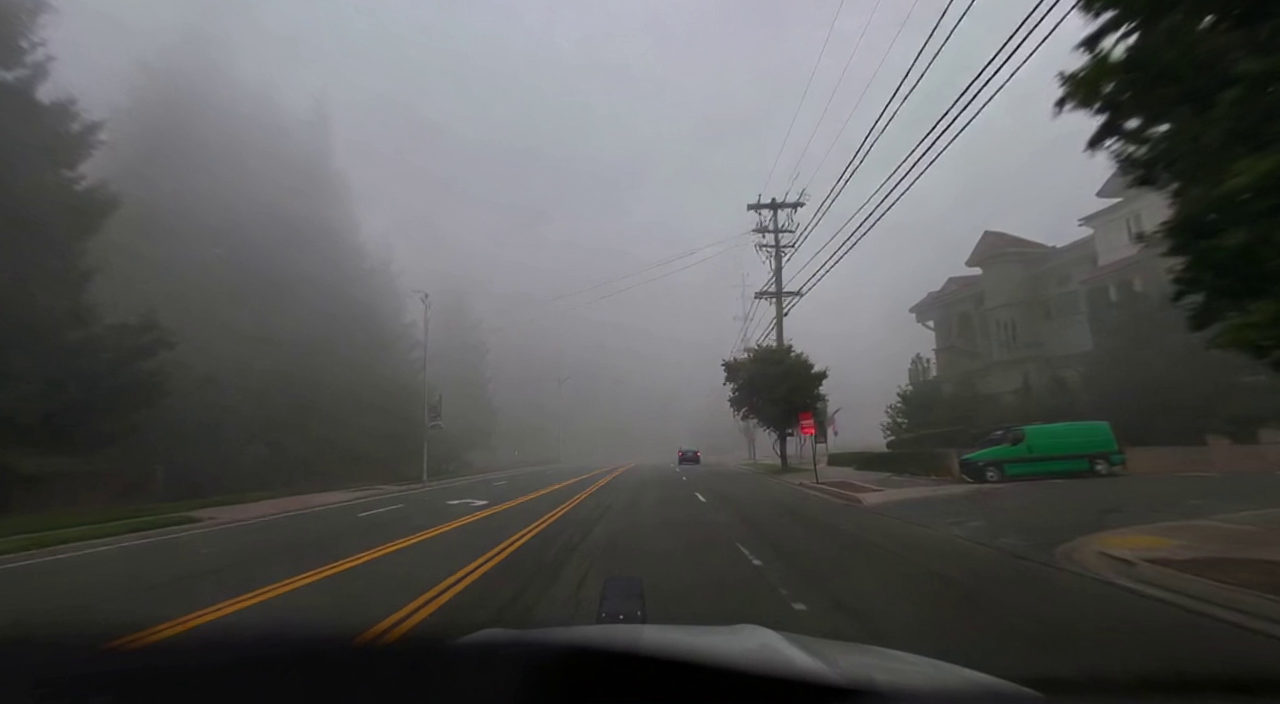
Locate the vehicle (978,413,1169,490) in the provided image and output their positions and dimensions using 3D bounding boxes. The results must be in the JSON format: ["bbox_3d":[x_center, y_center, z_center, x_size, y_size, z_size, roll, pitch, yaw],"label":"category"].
[{"bbox_3d":[12.125,2.849,18.184,1.939,1.839,4.674,-2,-9,-2],"label":"vehicle"}]

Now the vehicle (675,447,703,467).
[{"bbox_3d":[3.655,7.892,47.634,2.015,1.467,4.117,-1,-9,4],"label":"vehicle"}]
